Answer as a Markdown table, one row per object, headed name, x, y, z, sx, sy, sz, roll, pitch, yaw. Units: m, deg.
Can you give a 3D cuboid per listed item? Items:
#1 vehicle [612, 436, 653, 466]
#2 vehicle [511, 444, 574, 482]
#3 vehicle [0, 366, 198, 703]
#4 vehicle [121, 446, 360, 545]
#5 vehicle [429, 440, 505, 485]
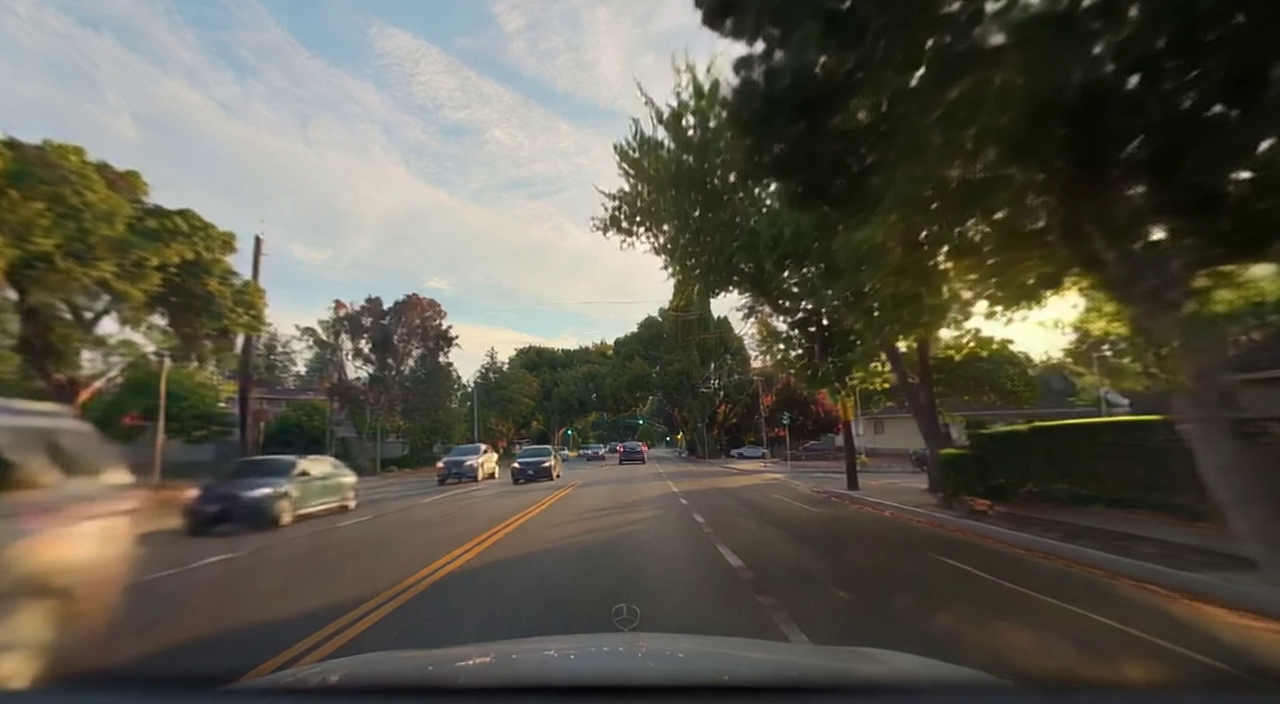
| name | x | y | z | sx | sy | sz | roll | pitch | yaw |
| --- | --- | --- | --- | --- | --- | --- | --- | --- | --- |
| vehicle | -0.448 | 6.660 | 42.627 | 2.554 | 1.902 | 5.329 | 0 | -8 | 1 |
| vehicle | -4.166 | 4.780 | 27.641 | 2.039 | 1.460 | 4.189 | -2 | -8 | 1 |
| vehicle | -3.942 | 0.783 | 1.806 | 1.977 | 1.729 | 4.625 | 0 | -8 | 0 |
| vehicle | -7.510 | 2.671 | 12.531 | 1.978 | 1.458 | 4.287 | -4 | -8 | 0 |
| vehicle | -7.381 | 4.742 | 27.412 | 2.044 | 1.699 | 4.400 | -2 | -8 | 1 |
